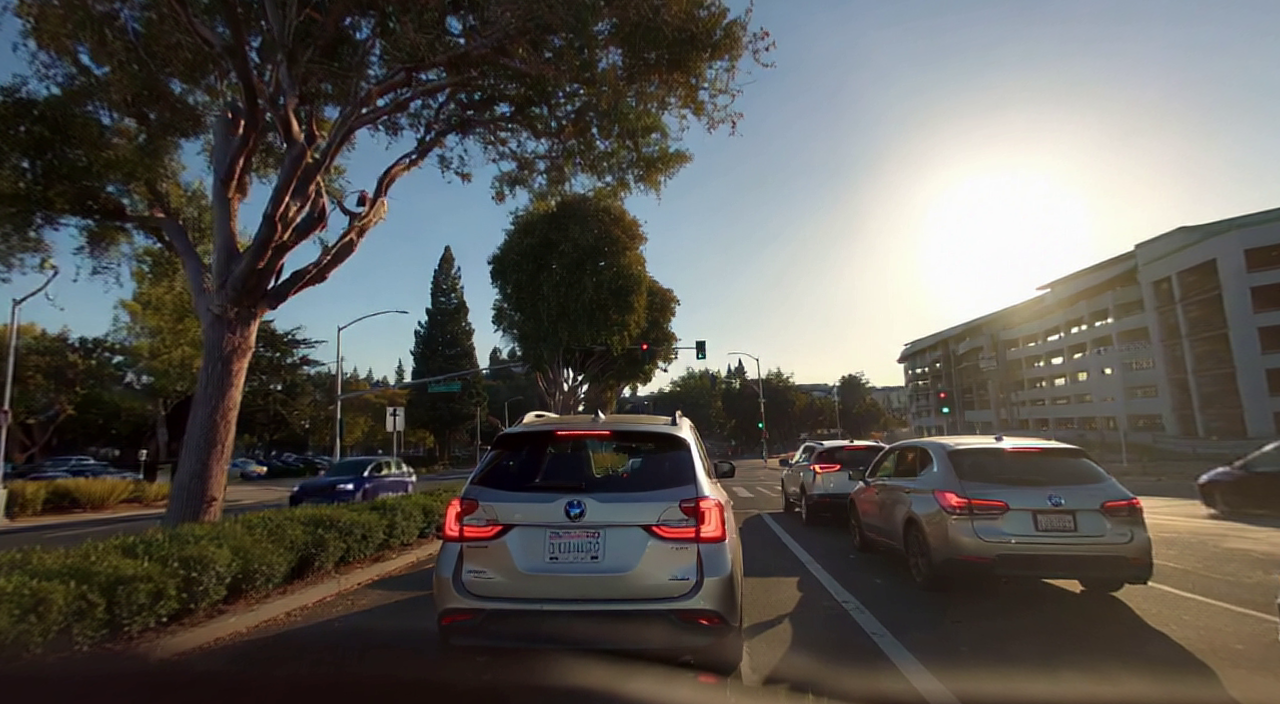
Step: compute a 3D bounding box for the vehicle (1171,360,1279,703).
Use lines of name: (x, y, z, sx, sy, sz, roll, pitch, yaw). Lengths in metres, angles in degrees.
vehicle: (4.053, 0.614, 1.105, 1.993, 1.719, 4.953, 0, -8, 2)

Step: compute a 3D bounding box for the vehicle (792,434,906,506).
vehicle: (5.343, 3.034, 16.701, 1.994, 1.638, 4.100, -1, -8, 6)

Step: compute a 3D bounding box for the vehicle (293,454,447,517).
vehicle: (-7.535, 3.742, 18.289, 2.163, 1.500, 4.753, -1, -8, 3)

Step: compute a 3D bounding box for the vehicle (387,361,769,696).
vehicle: (-0.201, 1.237, 5.555, 2.021, 1.742, 4.295, -1, -8, 4)

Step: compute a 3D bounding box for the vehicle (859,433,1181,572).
vehicle: (4.910, 1.972, 9.156, 1.963, 1.480, 4.553, 0, -8, 2)
